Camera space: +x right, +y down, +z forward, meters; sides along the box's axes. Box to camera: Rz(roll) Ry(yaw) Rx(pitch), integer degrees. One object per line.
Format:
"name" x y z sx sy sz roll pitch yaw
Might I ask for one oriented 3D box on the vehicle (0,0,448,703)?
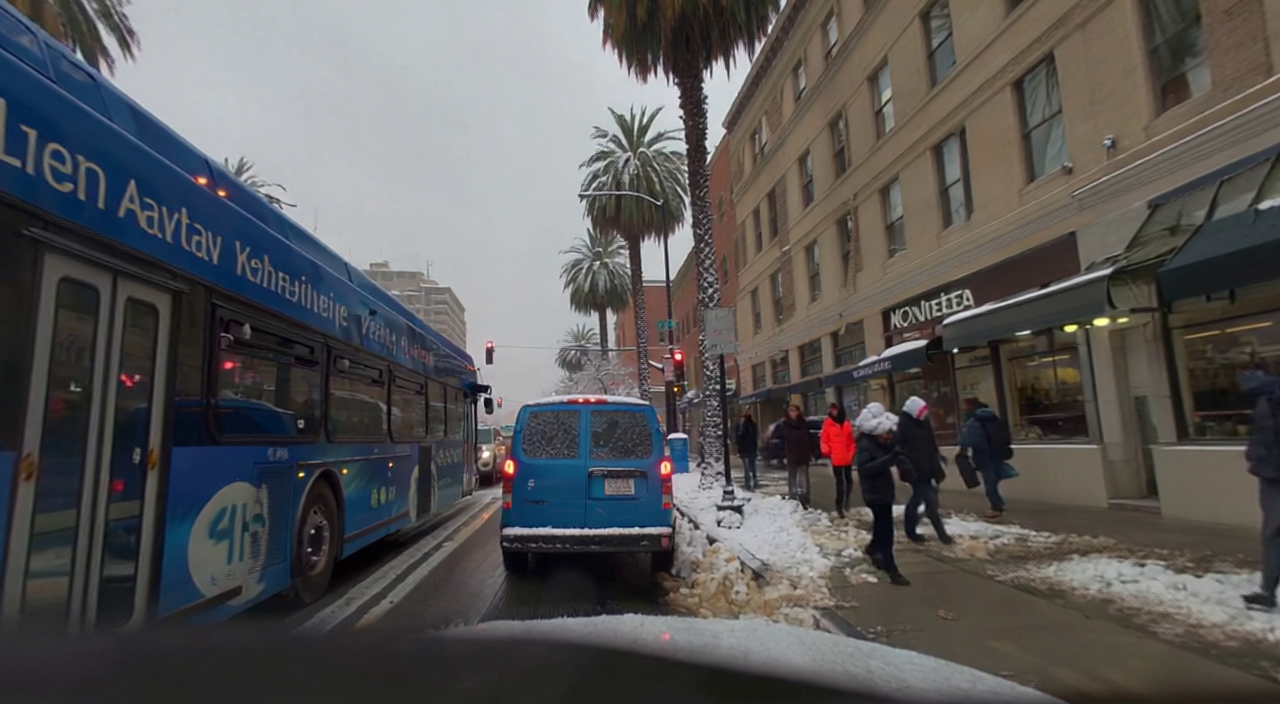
"vehicle" -3.807 0.172 3.282 2.863 3.233 11.573 1 -8 -5

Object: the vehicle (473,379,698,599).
"vehicle" -0.796 1.520 7.805 2.002 1.907 4.211 1 -9 -9

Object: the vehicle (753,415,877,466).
"vehicle" 8.131 4.132 29.667 4.996 2.251 2.283 1 -8 -7
